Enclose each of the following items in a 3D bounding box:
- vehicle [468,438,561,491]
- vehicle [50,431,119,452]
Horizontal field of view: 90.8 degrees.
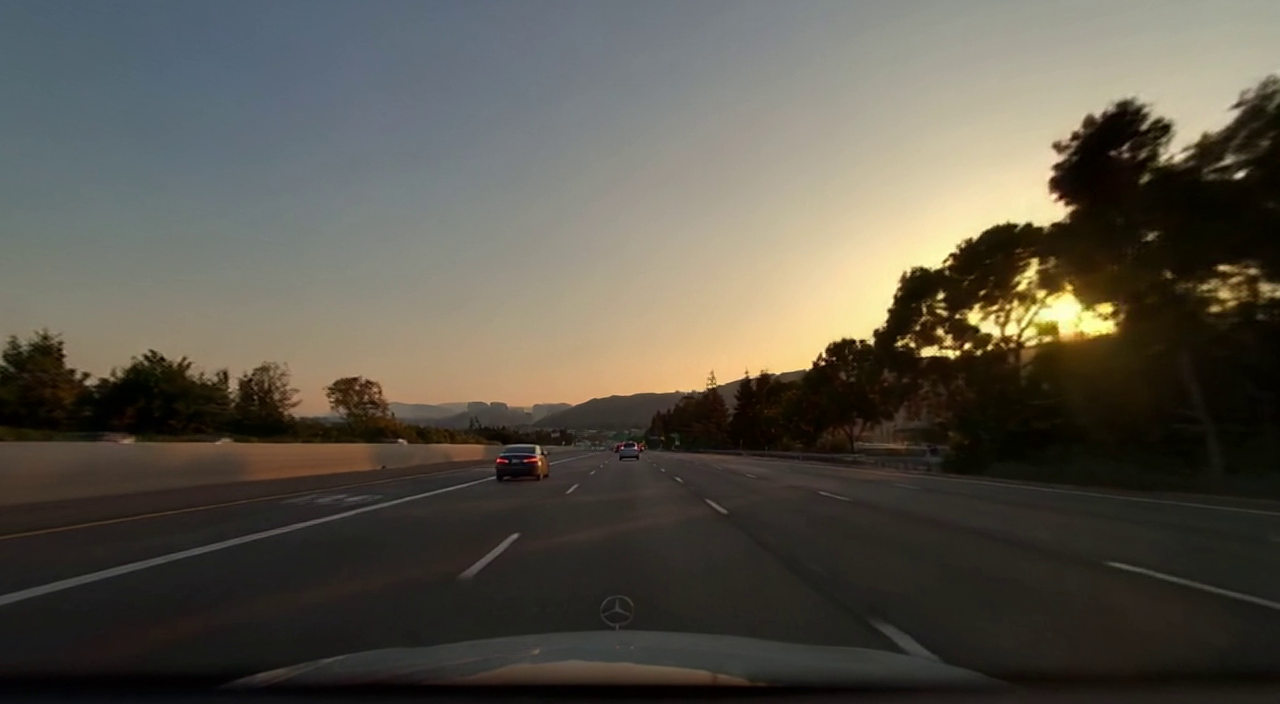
[{"bbox_3d":[-4.085,3.752,21.511,2.140,1.574,4.946,0,-8,0],"label":"vehicle"},{"bbox_3d":[-40.009,6.476,45.601,1.725,1.447,3.619,0,-8,0],"label":"vehicle"}]
